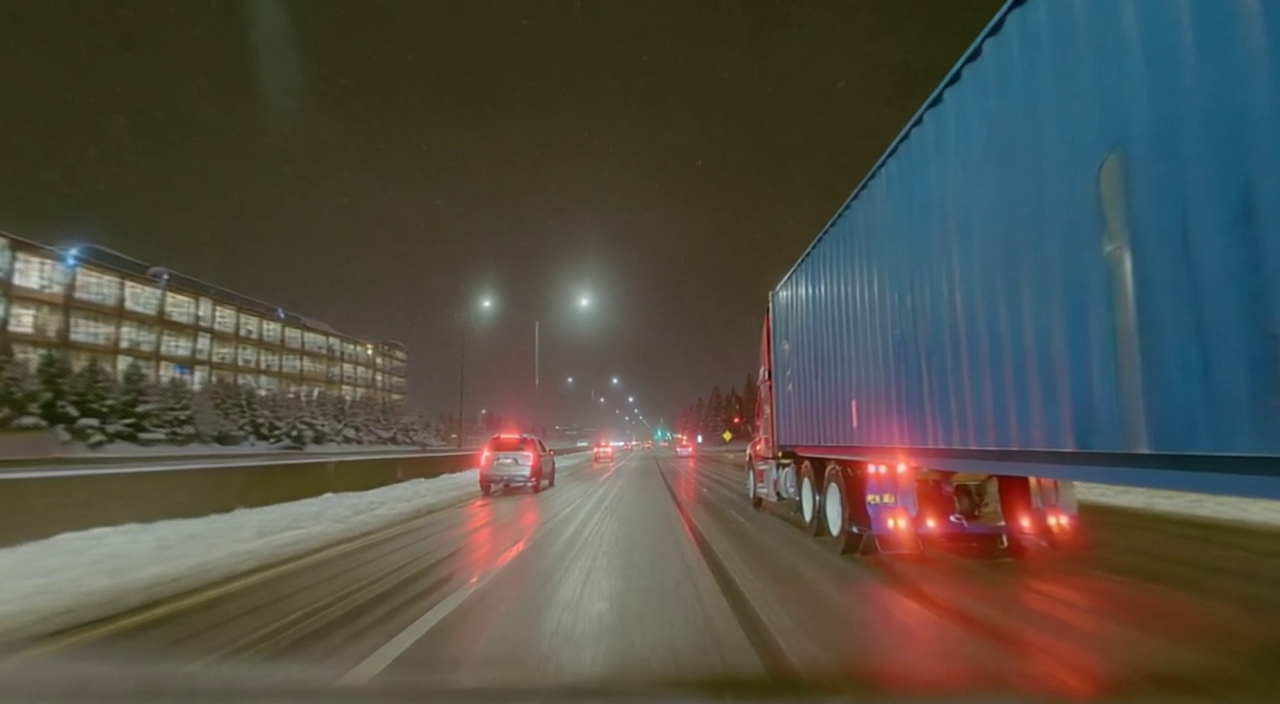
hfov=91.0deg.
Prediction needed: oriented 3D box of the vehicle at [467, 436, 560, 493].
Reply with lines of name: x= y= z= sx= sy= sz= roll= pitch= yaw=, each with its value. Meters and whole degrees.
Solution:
vehicle: x=-3.697 y=3.359 z=19.148 sx=1.954 sy=1.528 sz=4.010 roll=0 pitch=-9 yaw=0

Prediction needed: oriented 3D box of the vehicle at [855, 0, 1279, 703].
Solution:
vehicle: x=3.847 y=-0.815 z=0.254 sx=2.893 sy=3.992 sz=13.605 roll=0 pitch=-8 yaw=1
